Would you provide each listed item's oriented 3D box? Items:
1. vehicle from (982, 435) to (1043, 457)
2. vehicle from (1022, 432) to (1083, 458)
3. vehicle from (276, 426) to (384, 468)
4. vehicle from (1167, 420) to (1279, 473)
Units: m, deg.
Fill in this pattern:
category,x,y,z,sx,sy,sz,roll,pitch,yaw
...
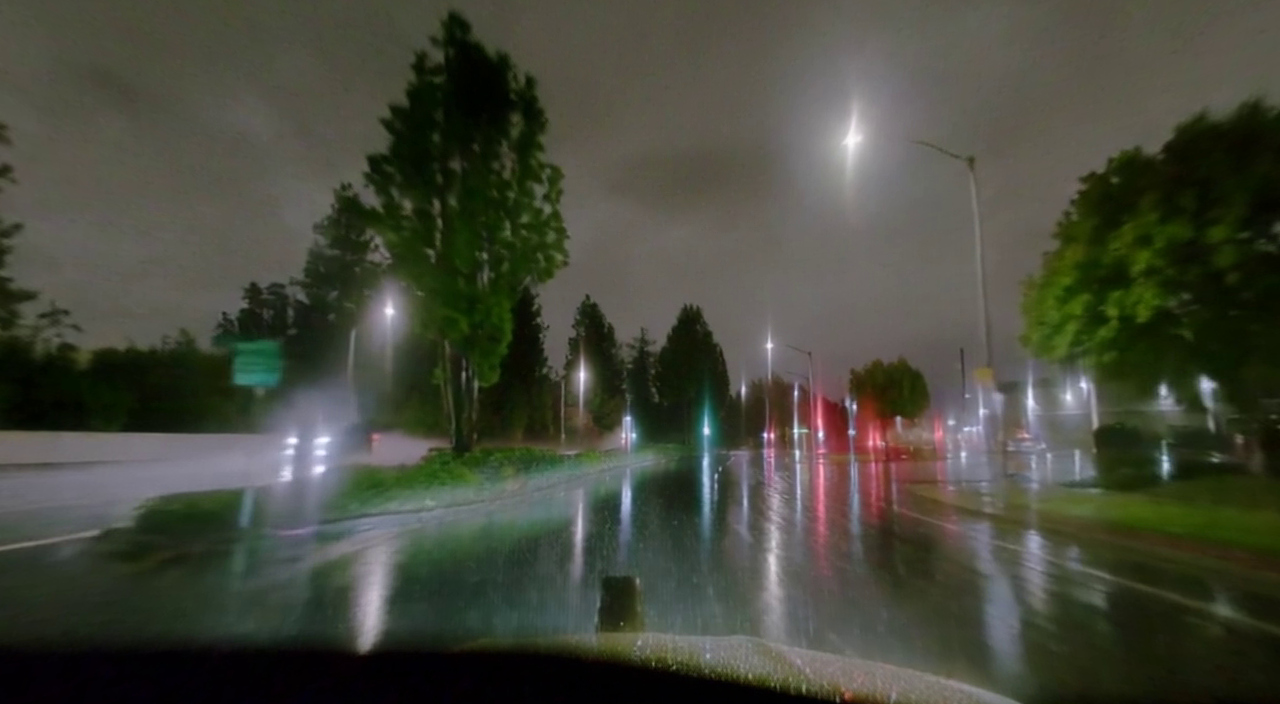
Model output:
category,x,y,z,sx,sy,sz,roll,pitch,yaw
vehicle,26.876,6.772,45.422,4.456,1.489,1.963,6,-10,-33
vehicle,31.830,7.138,48.536,4.598,1.493,1.951,-1,-6,-31
vehicle,-13.395,4.143,27.567,1.995,1.658,4.542,-1,-9,7
vehicle,26.538,4.022,27.189,2.271,2.010,5.139,0,-5,-31
